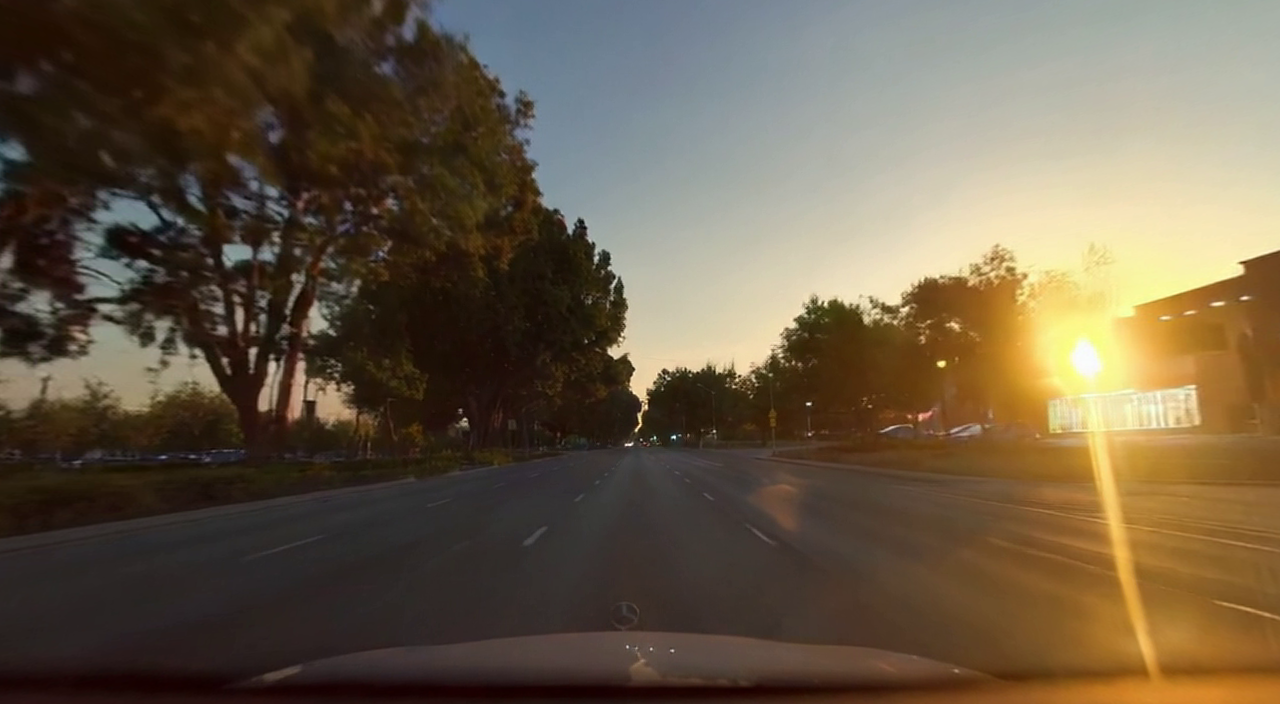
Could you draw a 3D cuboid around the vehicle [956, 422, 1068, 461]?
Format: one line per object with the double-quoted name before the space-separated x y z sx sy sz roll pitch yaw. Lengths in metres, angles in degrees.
"vehicle" 23.300 5.613 39.720 5.460 1.980 2.188 -5 -8 1
